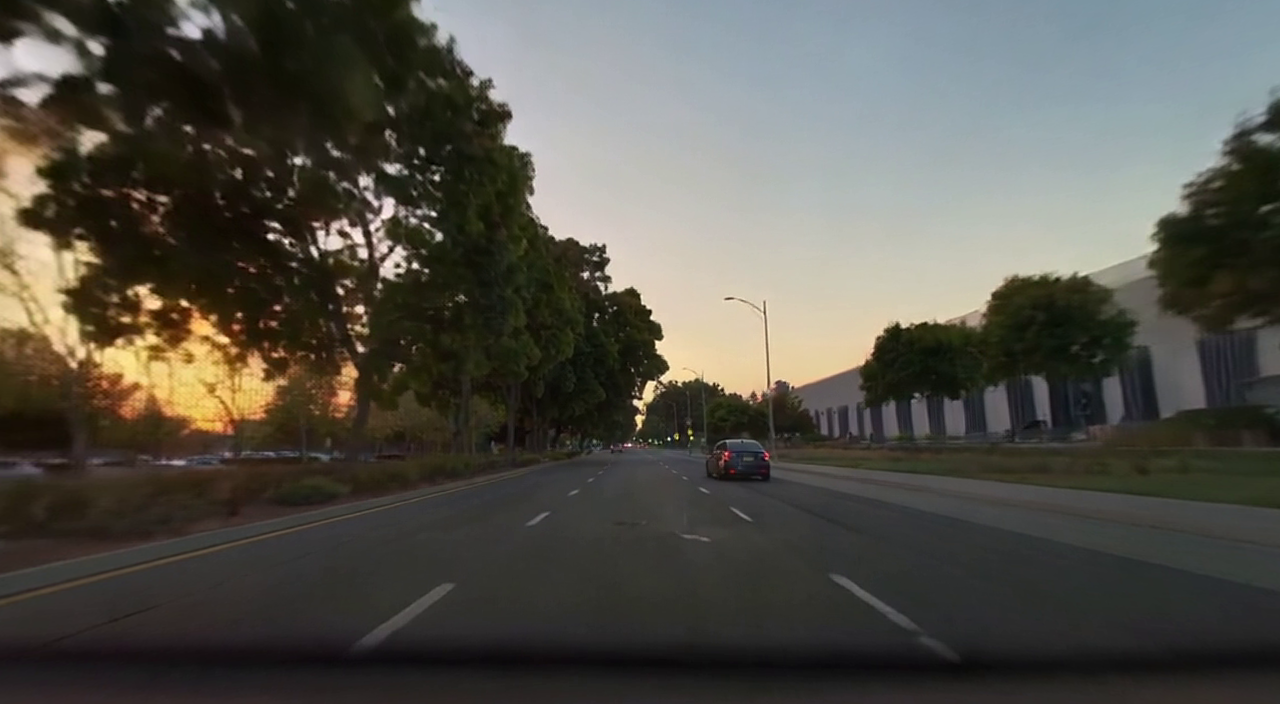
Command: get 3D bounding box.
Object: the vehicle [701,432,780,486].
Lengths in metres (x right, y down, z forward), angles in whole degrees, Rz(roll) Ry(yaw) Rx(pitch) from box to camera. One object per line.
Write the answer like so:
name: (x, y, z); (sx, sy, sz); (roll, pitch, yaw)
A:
vehicle: (3.485, 3.818, 22.840); (2.083, 1.743, 4.354); (0, -8, -1)
